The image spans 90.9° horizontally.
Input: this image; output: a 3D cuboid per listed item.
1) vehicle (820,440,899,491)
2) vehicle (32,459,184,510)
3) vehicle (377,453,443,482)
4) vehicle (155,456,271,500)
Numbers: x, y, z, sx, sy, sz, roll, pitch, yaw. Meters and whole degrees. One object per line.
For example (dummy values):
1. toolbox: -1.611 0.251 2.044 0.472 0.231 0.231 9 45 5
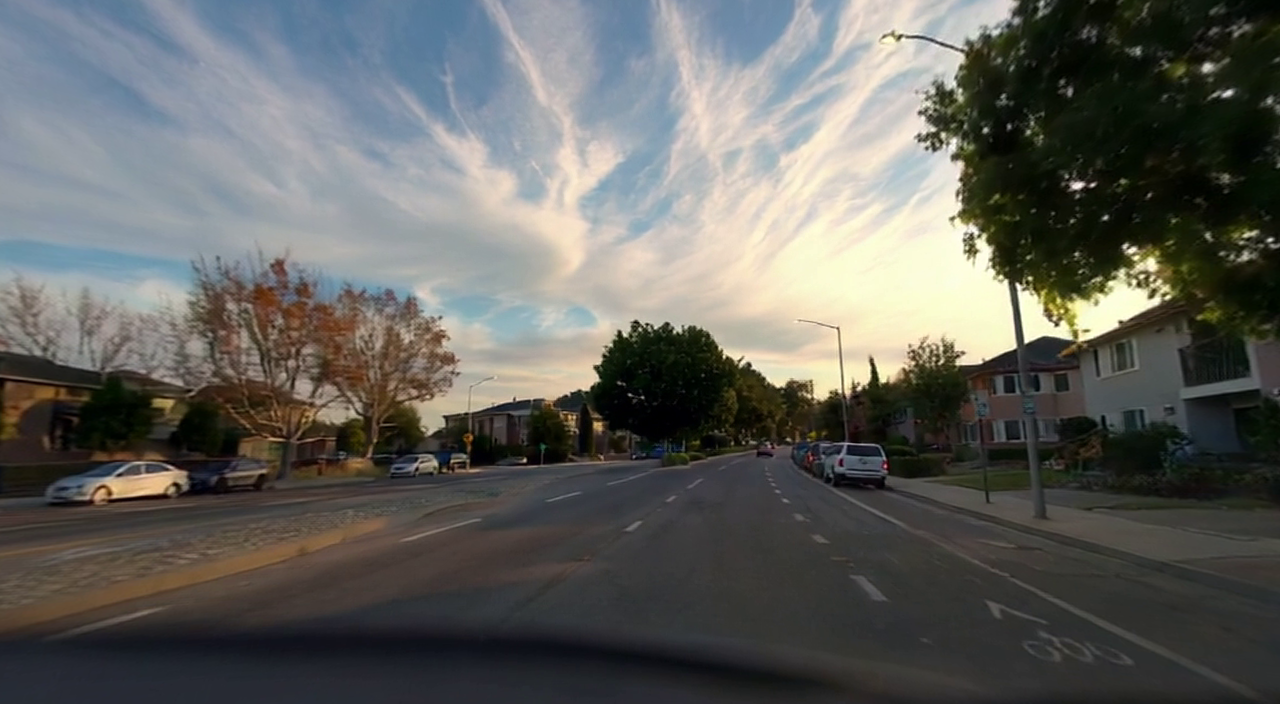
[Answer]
1. vehicle: 7.843 4.053 22.876 2.011 1.649 4.001 -2 -9 10
2. vehicle: -20.316 5.031 24.336 1.809 1.677 4.253 -1 -8 7
3. vehicle: -16.416 8.256 45.366 2.060 1.814 5.097 -2 -9 11
4. vehicle: -19.597 5.750 29.186 1.886 1.777 4.273 -2 -9 10
